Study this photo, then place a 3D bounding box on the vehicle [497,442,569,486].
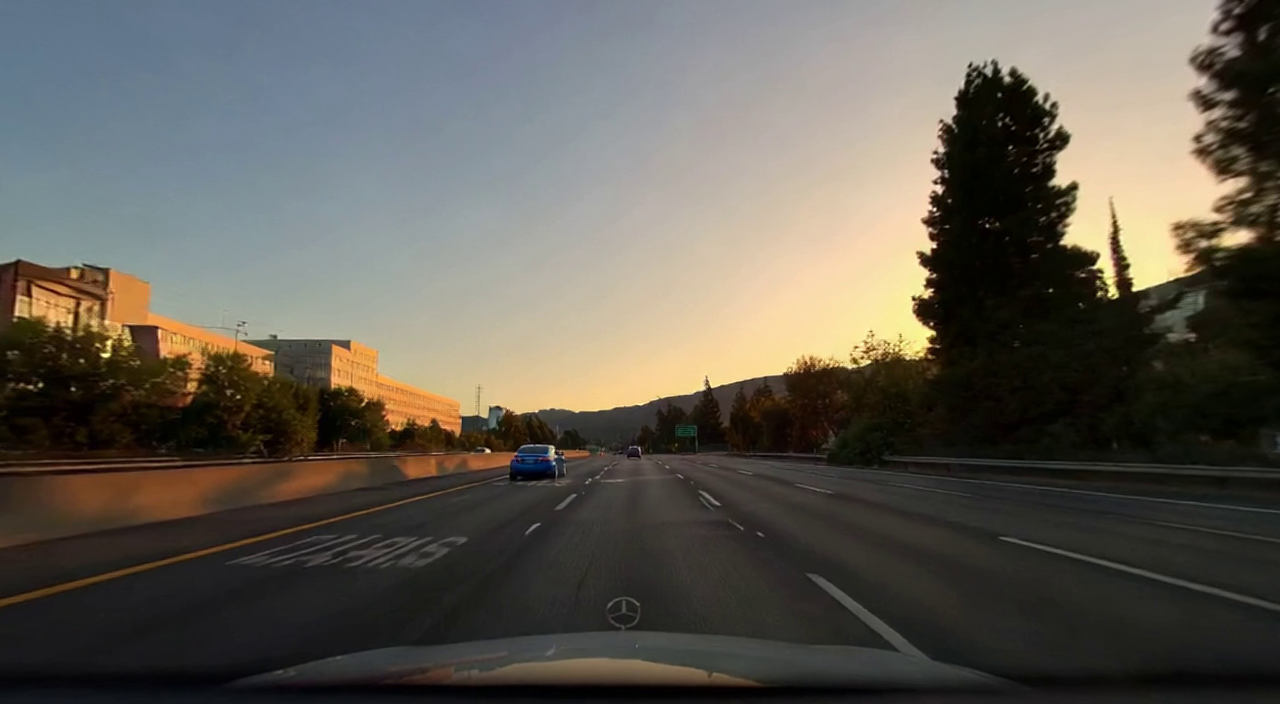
[{"bbox_3d":[-3.900,4.145,23.753,1.900,1.492,4.495,0,-9,0],"label":"vehicle"}]
